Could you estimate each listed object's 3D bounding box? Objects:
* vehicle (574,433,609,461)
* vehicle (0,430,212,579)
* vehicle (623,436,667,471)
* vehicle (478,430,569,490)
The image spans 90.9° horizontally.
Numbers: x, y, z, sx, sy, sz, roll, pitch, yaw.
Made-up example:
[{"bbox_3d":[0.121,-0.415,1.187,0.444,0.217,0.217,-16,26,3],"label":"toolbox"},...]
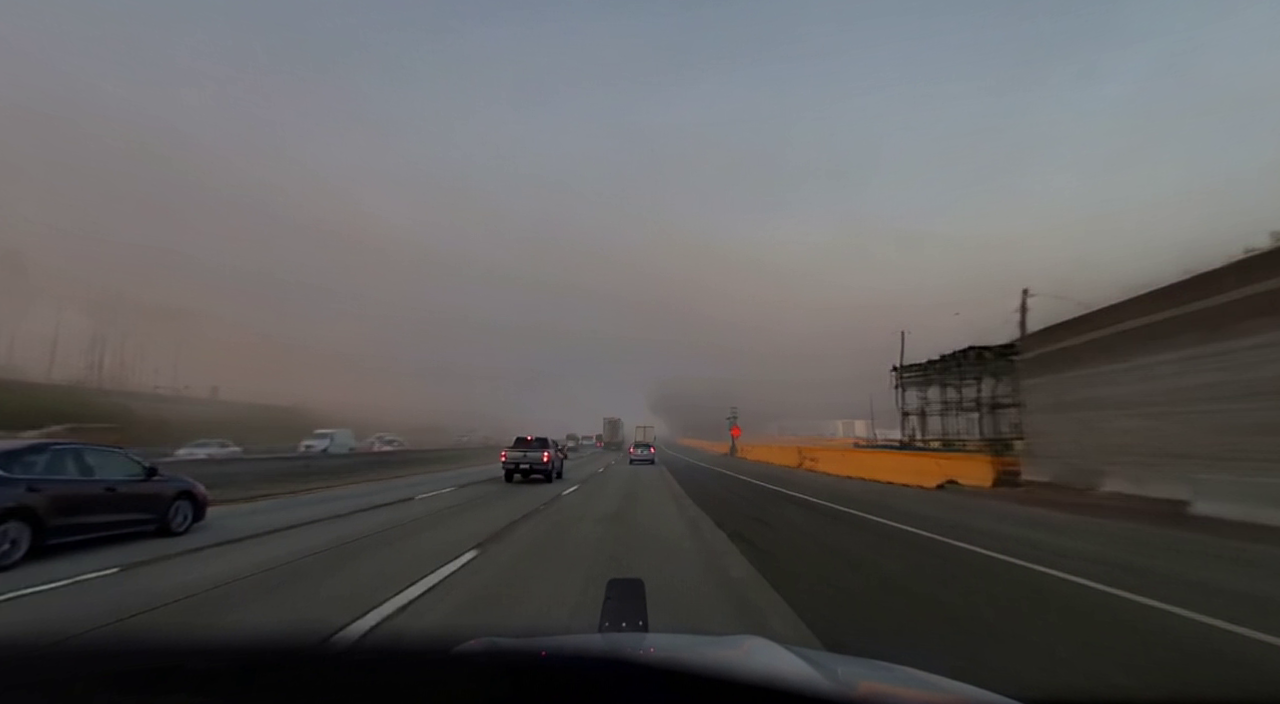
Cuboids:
[{"bbox_3d":[-3.676,7.268,48.251,2.203,1.958,4.848,0,-8,1],"label":"vehicle"},{"bbox_3d":[-7.369,1.644,7.110,1.949,1.476,4.410,0,-8,0],"label":"vehicle"},{"bbox_3d":[0.241,5.151,32.187,2.136,1.678,4.052,0,-8,0],"label":"vehicle"},{"bbox_3d":[-3.706,3.542,21.030,2.108,1.740,4.549,0,-8,1],"label":"vehicle"}]
